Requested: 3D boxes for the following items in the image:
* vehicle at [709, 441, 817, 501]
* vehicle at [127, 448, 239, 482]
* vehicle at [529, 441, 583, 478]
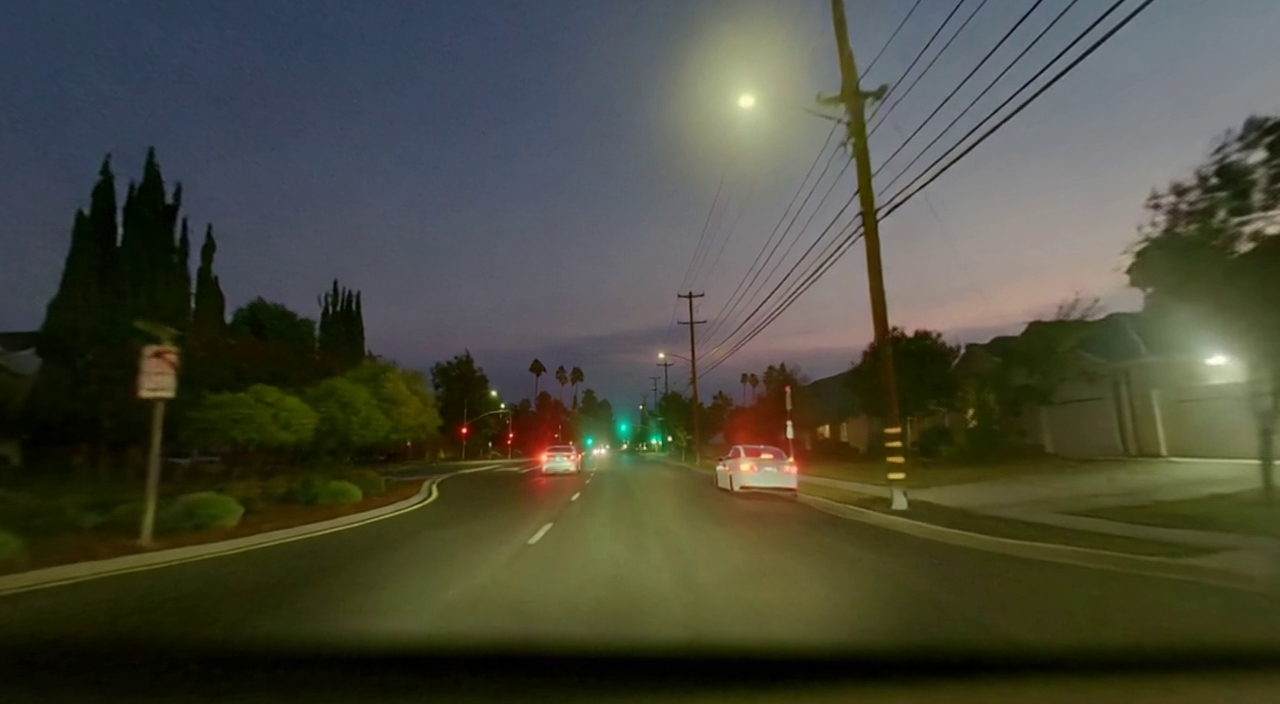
[{"bbox_3d":[3.284,3.270,17.867,2.074,1.450,4.621,0,-8,-1],"label":"vehicle"},{"bbox_3d":[-26.028,6.430,36.155,4.661,1.800,2.045,2,-9,-12],"label":"vehicle"},{"bbox_3d":[-3.674,4.805,28.540,2.041,1.471,4.602,0,-8,-3],"label":"vehicle"}]
